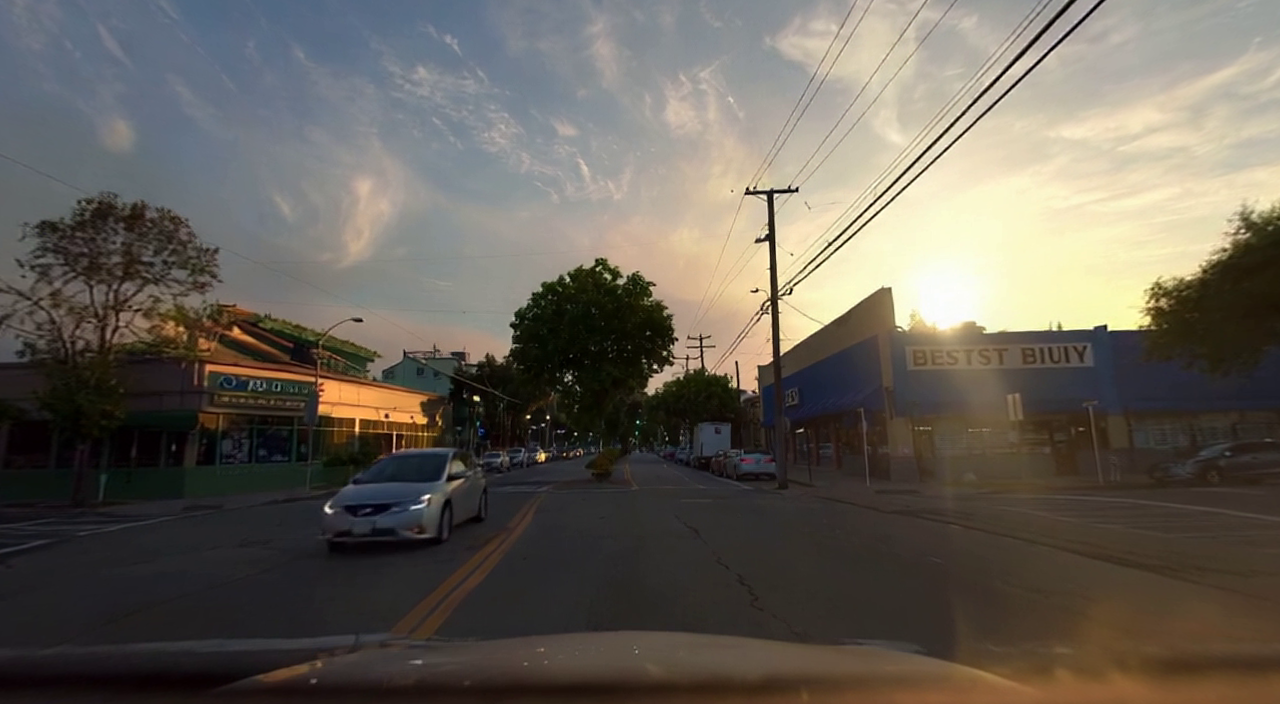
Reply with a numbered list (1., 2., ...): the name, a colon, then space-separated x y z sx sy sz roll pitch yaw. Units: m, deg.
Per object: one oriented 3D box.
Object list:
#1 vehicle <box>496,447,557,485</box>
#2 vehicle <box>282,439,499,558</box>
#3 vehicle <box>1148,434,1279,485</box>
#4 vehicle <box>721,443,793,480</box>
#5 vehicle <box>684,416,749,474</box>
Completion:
1. vehicle: -4.787 4.855 27.258 2.050 1.505 4.219 0 -9 -2
2. vehicle: -3.687 2.201 10.269 1.914 1.506 4.125 0 -9 -1
3. vehicle: 18.591 3.262 19.307 4.368 1.479 1.985 0 -9 1
4. vehicle: 5.540 5.214 30.466 1.963 1.646 4.204 2 -9 -11
5. vehicle: 4.533 5.749 39.171 2.815 3.203 7.558 0 -9 -2
